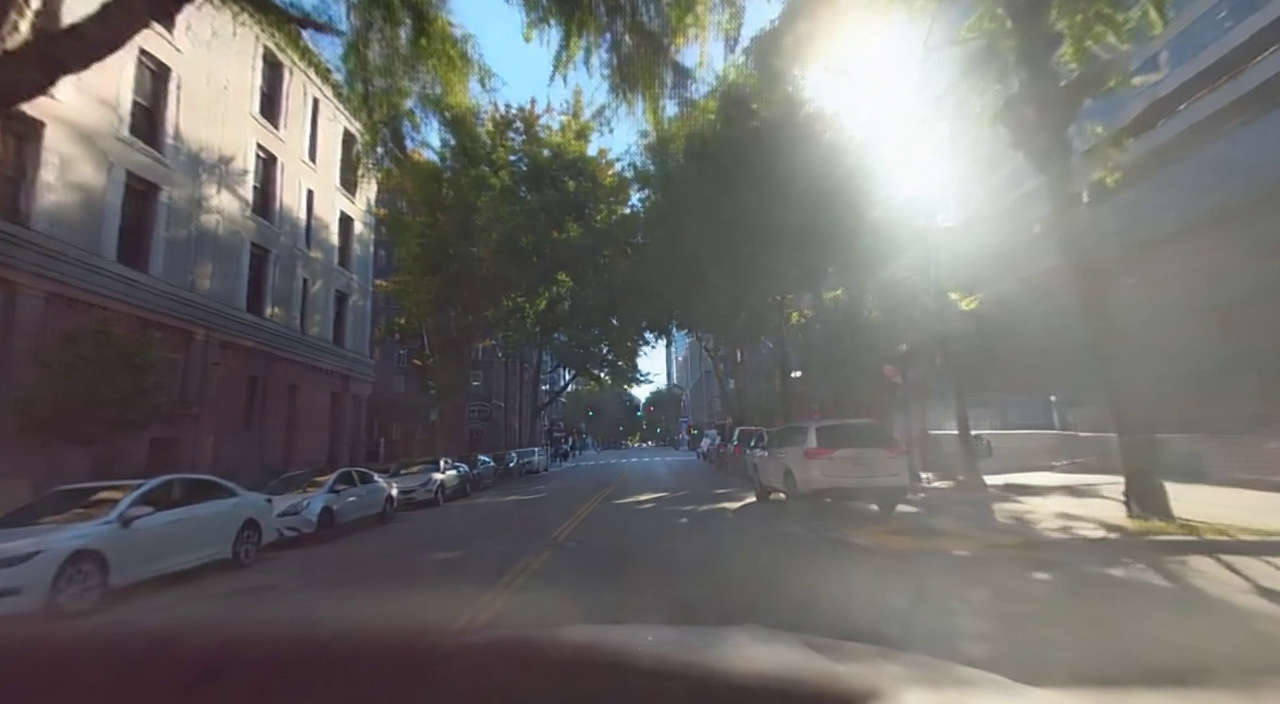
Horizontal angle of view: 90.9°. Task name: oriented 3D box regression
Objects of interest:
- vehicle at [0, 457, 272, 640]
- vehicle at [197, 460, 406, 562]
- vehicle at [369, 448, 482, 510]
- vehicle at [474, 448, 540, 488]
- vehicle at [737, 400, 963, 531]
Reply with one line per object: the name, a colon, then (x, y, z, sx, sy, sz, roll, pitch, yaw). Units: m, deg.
vehicle: (-6.905, 2.239, 7.905, 1.944, 1.574, 4.717, -5, -8, -2)
vehicle: (-6.841, 3.187, 13.473, 1.889, 1.451, 5.013, -5, -8, -2)
vehicle: (-6.621, 3.919, 20.054, 2.110, 1.498, 4.555, -5, -8, -2)
vehicle: (-6.329, 5.527, 30.565, 2.270, 1.539, 4.855, -5, -8, -2)
vehicle: (4.049, 2.375, 13.797, 2.568, 2.001, 5.999, -5, -8, -2)
